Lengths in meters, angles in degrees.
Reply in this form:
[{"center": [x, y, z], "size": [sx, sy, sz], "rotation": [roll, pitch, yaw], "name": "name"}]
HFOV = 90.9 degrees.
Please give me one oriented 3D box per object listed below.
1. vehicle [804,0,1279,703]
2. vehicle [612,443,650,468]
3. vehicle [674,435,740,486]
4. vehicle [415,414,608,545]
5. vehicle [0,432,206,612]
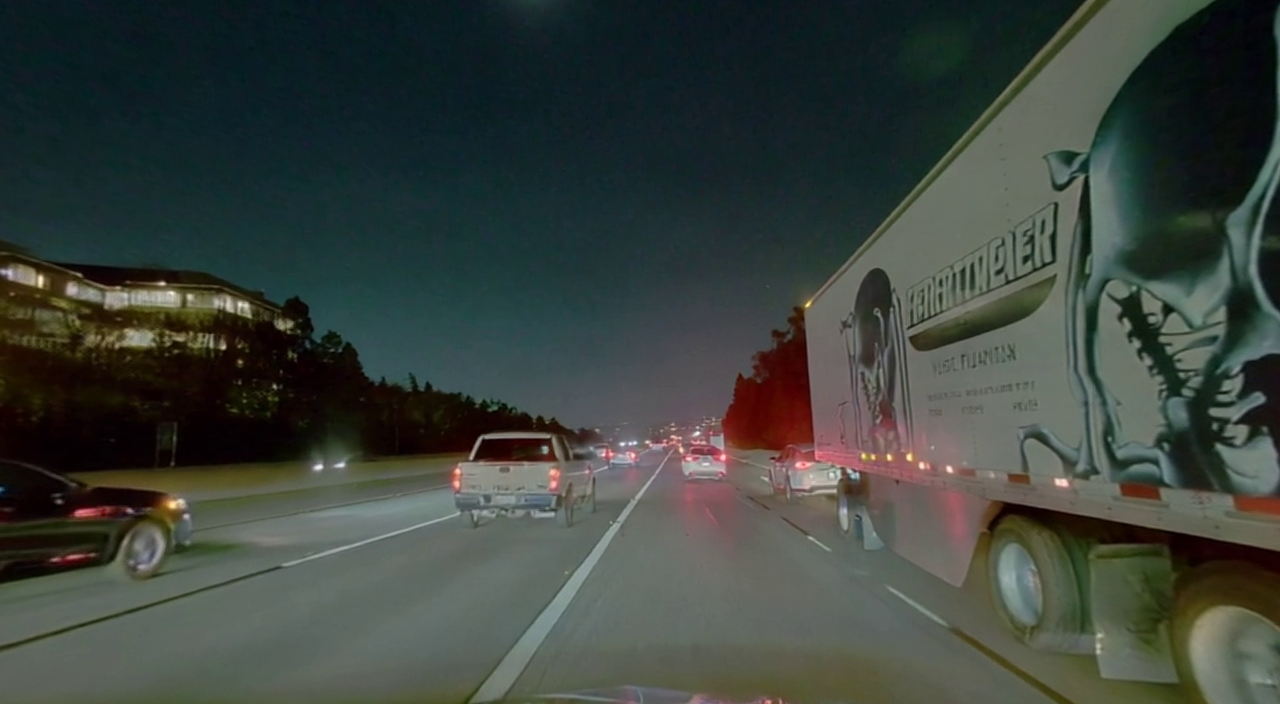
[{"center": [3.972, 0.589, 5.439], "size": [2.987, 3.212, 9.311], "rotation": [-1, -8, 3], "name": "vehicle"}, {"center": [-0.495, 6.498, 39.731], "size": [2.036, 1.441, 4.253], "rotation": [-1, -8, 4], "name": "vehicle"}, {"center": [2.383, 3.990, 23.553], "size": [2.156, 1.701, 4.494], "rotation": [-1, -8, 3], "name": "vehicle"}, {"center": [-1.924, 2.122, 11.173], "size": [2.153, 1.805, 4.631], "rotation": [-1, -8, 4], "name": "vehicle"}, {"center": [-6.218, 1.353, 4.883], "size": [1.965, 1.443, 4.968], "rotation": [-1, -8, 4], "name": "vehicle"}]
